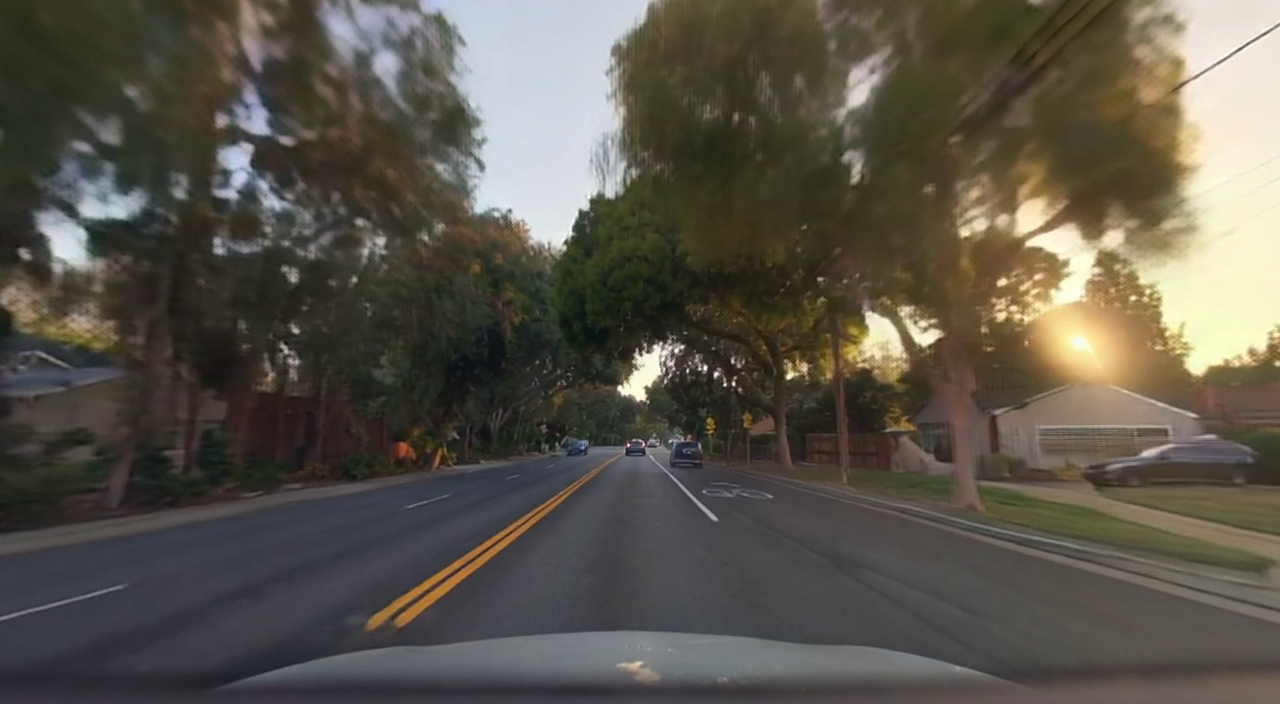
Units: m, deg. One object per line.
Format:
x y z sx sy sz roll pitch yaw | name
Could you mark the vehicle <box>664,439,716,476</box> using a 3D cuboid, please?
2.172 4.698 28.207 1.975 1.497 3.647 1 -9 -1 | vehicle
